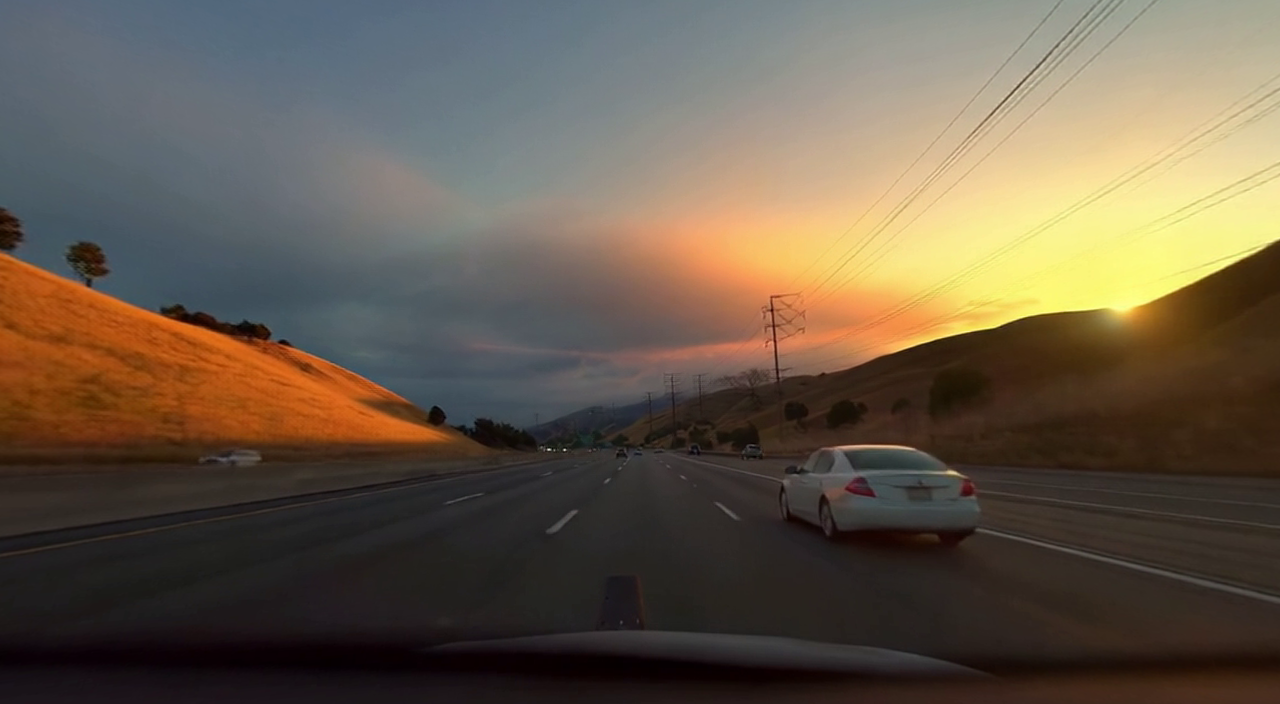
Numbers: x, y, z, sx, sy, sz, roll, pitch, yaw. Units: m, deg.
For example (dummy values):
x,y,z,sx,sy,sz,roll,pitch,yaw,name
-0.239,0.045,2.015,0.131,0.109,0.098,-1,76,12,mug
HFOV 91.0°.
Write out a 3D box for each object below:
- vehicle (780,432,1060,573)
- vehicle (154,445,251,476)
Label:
x,y,z,sx,sy,sz,roll,pitch,yaw,name
3.603,2.006,9.244,2.086,1.542,4.355,0,-8,0,vehicle
-29.379,7.261,42.629,2.246,1.933,5.916,0,-8,1,vehicle
